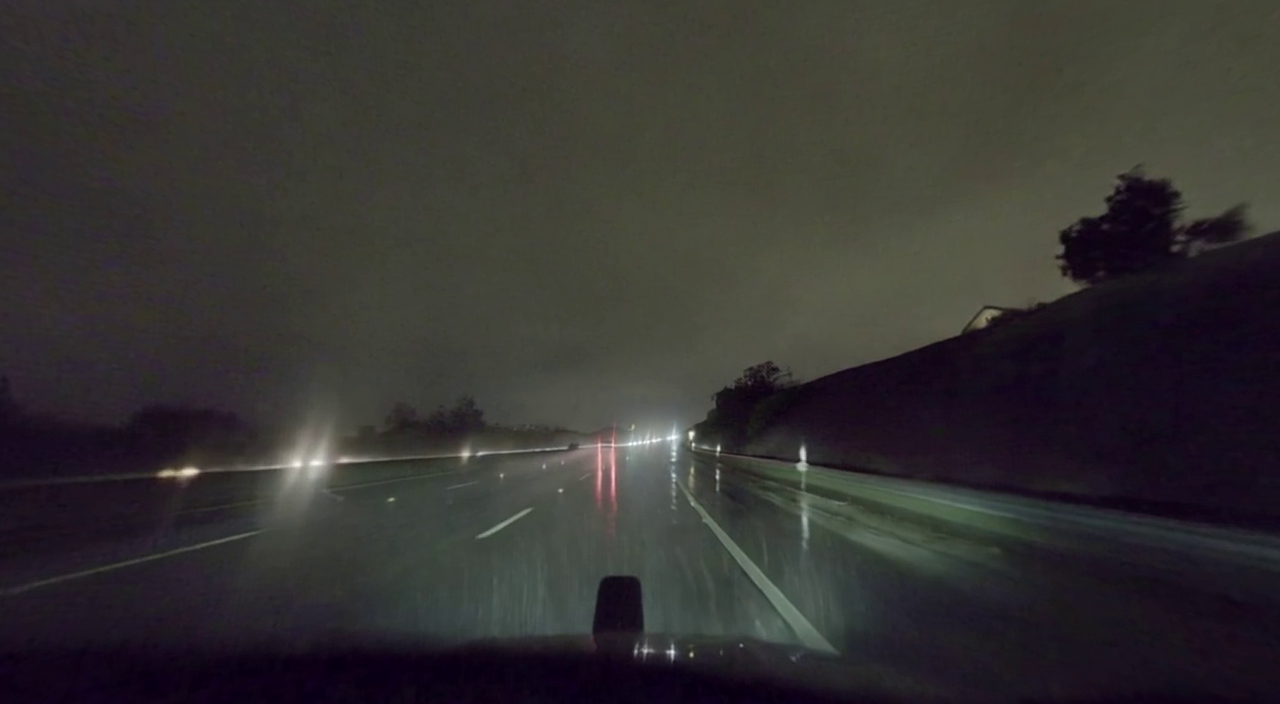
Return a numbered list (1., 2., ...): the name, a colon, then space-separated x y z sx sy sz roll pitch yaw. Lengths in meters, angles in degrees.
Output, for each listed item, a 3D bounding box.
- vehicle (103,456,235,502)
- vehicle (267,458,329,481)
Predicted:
1. vehicle: -20.135 5.431 27.119 1.966 1.737 4.642 0 -9 1
2. vehicle: -24.460 8.404 44.993 1.847 1.519 4.339 0 -9 1
